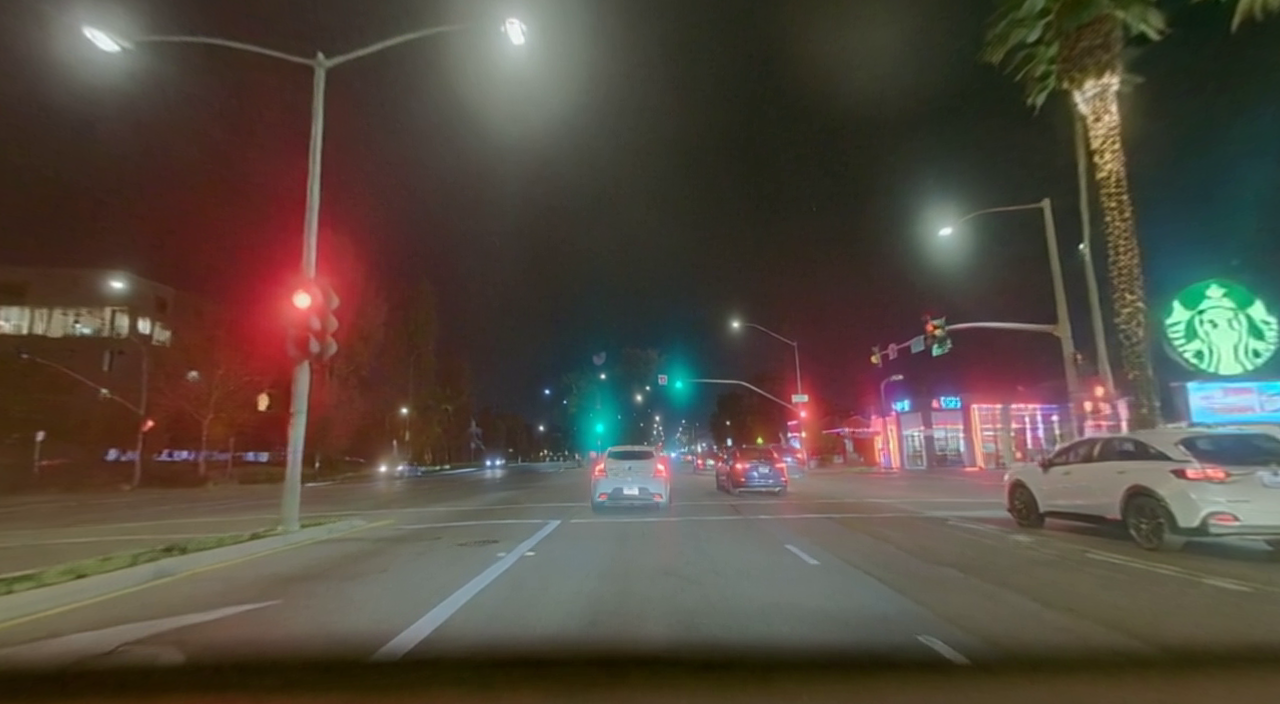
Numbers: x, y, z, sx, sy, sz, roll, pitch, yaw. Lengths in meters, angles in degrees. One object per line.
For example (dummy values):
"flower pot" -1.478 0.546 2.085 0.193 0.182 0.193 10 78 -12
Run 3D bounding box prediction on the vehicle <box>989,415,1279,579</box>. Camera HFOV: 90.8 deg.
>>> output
"vehicle" 6.961 1.802 8.645 1.940 1.674 4.085 0 -8 -1

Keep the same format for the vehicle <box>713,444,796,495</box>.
"vehicle" 3.734 3.900 21.369 1.892 1.532 4.177 0 -8 -2

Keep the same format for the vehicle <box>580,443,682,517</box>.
"vehicle" -0.235 2.922 14.992 2.110 1.487 3.873 0 -8 -1

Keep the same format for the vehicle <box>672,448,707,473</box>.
"vehicle" 3.336 7.385 43.201 2.012 1.570 4.600 0 -8 0
